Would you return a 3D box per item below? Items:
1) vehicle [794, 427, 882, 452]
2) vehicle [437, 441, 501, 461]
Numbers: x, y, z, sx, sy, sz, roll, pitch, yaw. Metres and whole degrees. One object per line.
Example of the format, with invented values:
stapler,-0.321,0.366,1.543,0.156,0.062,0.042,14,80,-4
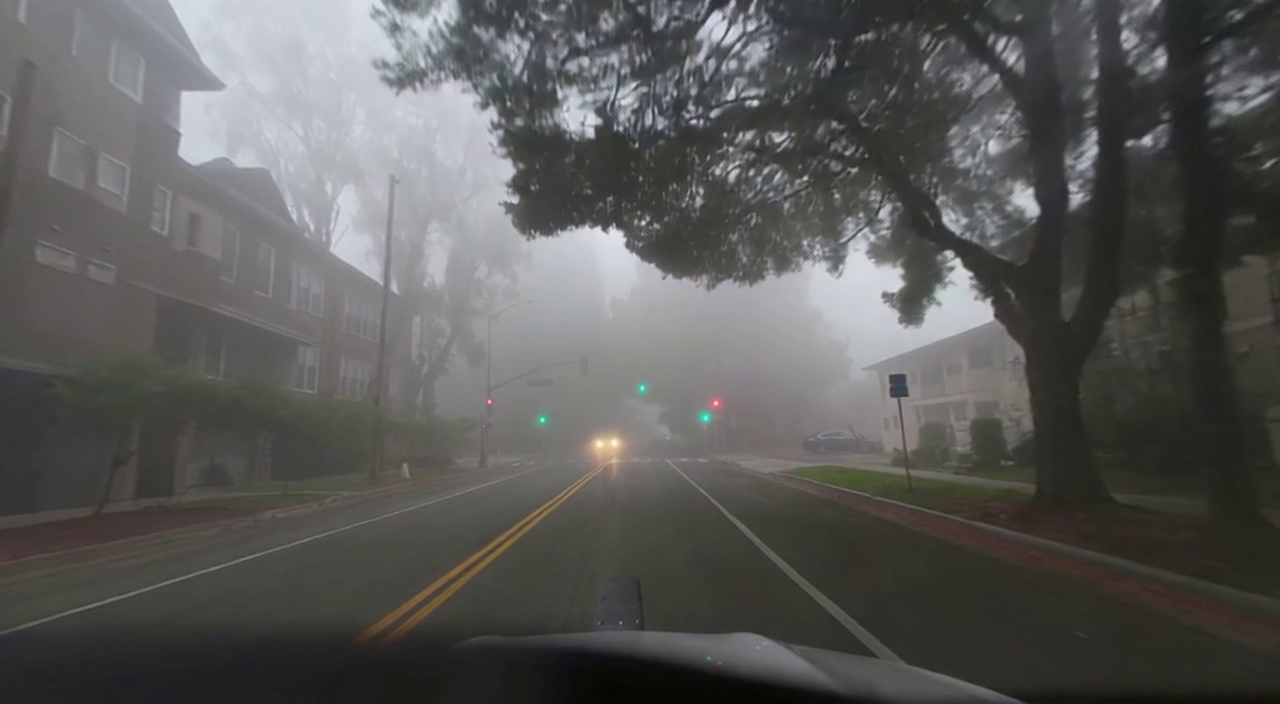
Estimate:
vehicle,12.686,5.644,40.667,4.908,1.521,2.108,0,-8,-4
vehicle,-12.551,7.282,46.575,4.135,1.424,1.945,-1,-9,4
